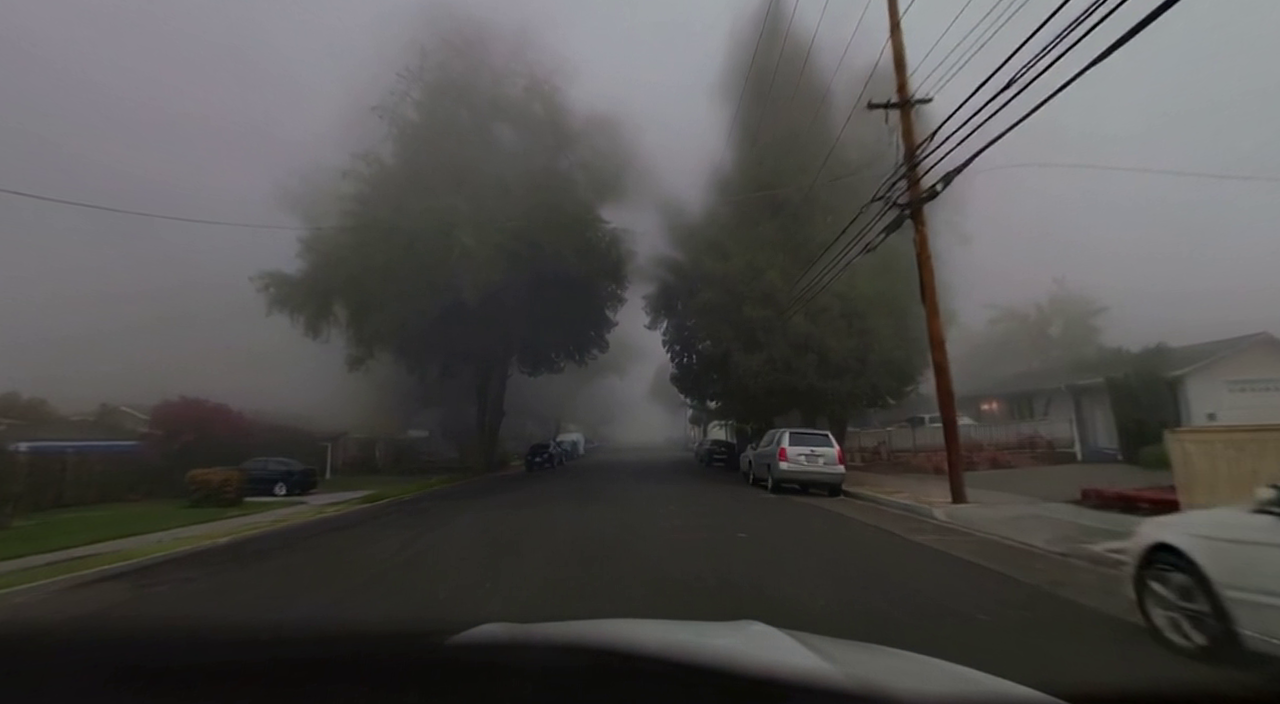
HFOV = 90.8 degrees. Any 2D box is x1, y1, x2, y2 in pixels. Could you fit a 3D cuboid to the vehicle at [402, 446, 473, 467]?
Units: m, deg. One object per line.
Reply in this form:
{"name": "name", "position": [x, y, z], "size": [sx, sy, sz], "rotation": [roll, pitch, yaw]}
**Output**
{"name": "vehicle", "position": [-15.097, 7.787, 47.191], "size": [4.615, 1.489, 1.971], "rotation": [0, -8, 2]}

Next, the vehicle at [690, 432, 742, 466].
{"name": "vehicle", "position": [3.967, 5.163, 33.715], "size": [2.040, 1.640, 4.153], "rotation": [1, -8, -3]}

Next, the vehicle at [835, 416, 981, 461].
{"name": "vehicle", "position": [11.798, 3.858, 28.166], "size": [5.447, 1.895, 2.202], "rotation": [0, -8, 2]}

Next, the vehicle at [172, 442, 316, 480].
{"name": "vehicle", "position": [-19.771, 5.458, 31.762], "size": [5.746, 1.830, 2.162], "rotation": [0, -8, -2]}

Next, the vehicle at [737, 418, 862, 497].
{"name": "vehicle", "position": [3.965, 2.729, 16.673], "size": [2.105, 1.755, 4.749], "rotation": [0, -8, 1]}

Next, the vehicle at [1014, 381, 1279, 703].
{"name": "vehicle", "position": [4.006, 0.868, 2.613], "size": [2.016, 1.544, 4.645], "rotation": [0, -8, -1]}

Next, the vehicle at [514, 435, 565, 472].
{"name": "vehicle", "position": [-5.824, 5.924, 37.319], "size": [2.213, 1.786, 4.674], "rotation": [-6, -7, -2]}
